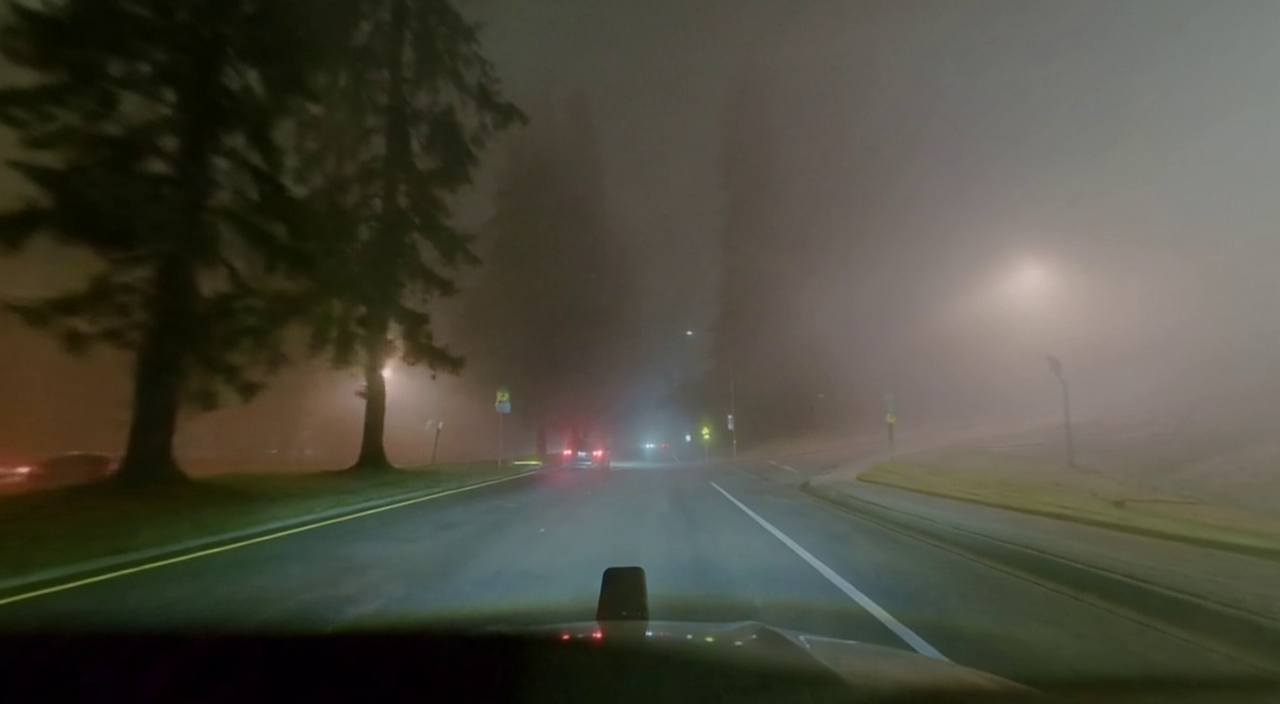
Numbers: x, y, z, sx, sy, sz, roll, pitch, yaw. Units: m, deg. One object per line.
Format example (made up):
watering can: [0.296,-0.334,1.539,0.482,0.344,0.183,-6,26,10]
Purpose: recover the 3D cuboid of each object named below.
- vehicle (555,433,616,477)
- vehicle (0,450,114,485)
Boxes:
vehicle: [-2.185,4.300,26.591,2.016,1.694,4.335,0,-8,2]
vehicle: [-28.537,5.515,30.514,1.866,1.479,4.731,-1,-8,4]
